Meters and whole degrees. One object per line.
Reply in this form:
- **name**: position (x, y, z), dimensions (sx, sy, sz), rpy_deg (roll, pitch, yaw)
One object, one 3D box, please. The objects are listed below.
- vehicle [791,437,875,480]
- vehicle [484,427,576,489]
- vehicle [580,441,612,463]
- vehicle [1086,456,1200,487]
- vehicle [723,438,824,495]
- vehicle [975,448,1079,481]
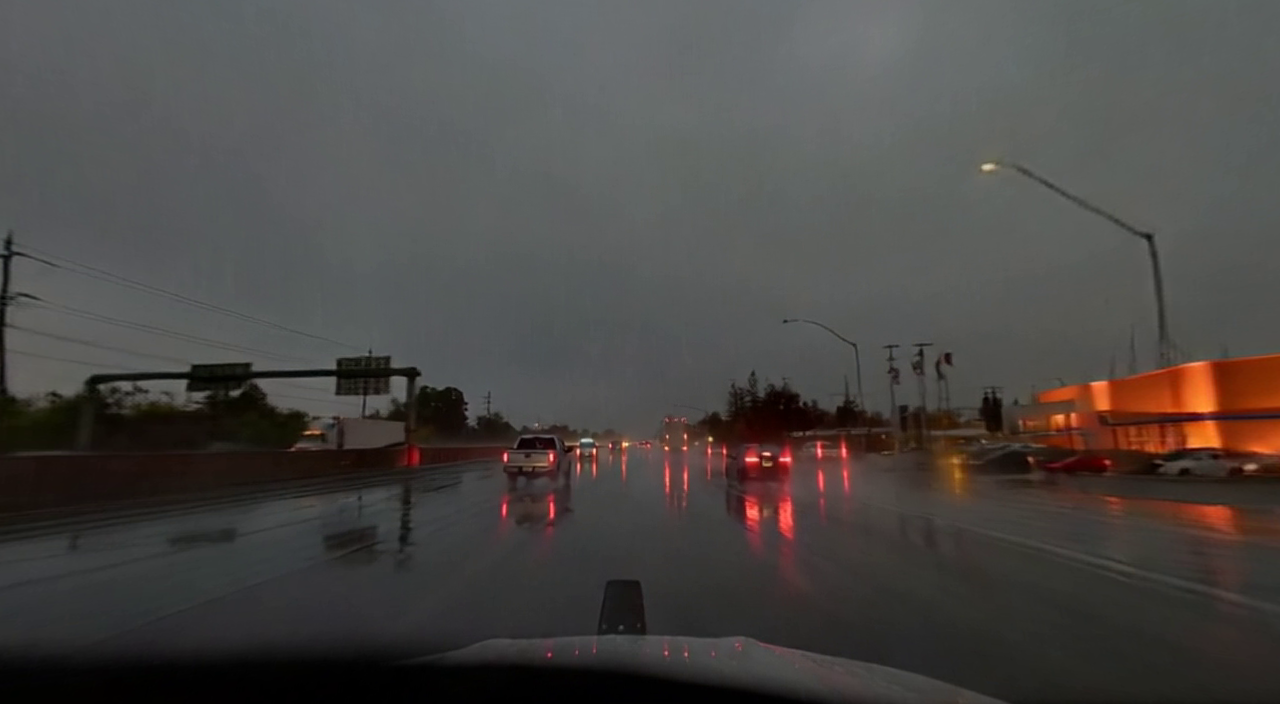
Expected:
- **vehicle**: position (7.758, 4.329, 25.733), dimensions (2.075, 1.587, 3.947), rpy_deg (0, -9, -1)
- **vehicle**: position (-3.457, 3.437, 20.731), dimensions (2.130, 1.799, 4.583), rpy_deg (0, -9, 1)
- **vehicle**: position (-3.107, 7.106, 44.906), dimensions (1.929, 1.521, 4.097), rpy_deg (0, -9, 1)
- **vehicle**: position (29.786, 7.065, 37.440), dimensions (4.811, 1.723, 2.138), rpy_deg (0, -9, 4)
- **vehicle**: position (3.820, 3.363, 18.878), dimensions (1.980, 1.501, 4.433), rpy_deg (0, -9, -1)
- **vehicle**: position (28.006, 8.144, 45.763), dimensions (5.755, 2.190, 2.484), rpy_deg (-2, -9, 2)
